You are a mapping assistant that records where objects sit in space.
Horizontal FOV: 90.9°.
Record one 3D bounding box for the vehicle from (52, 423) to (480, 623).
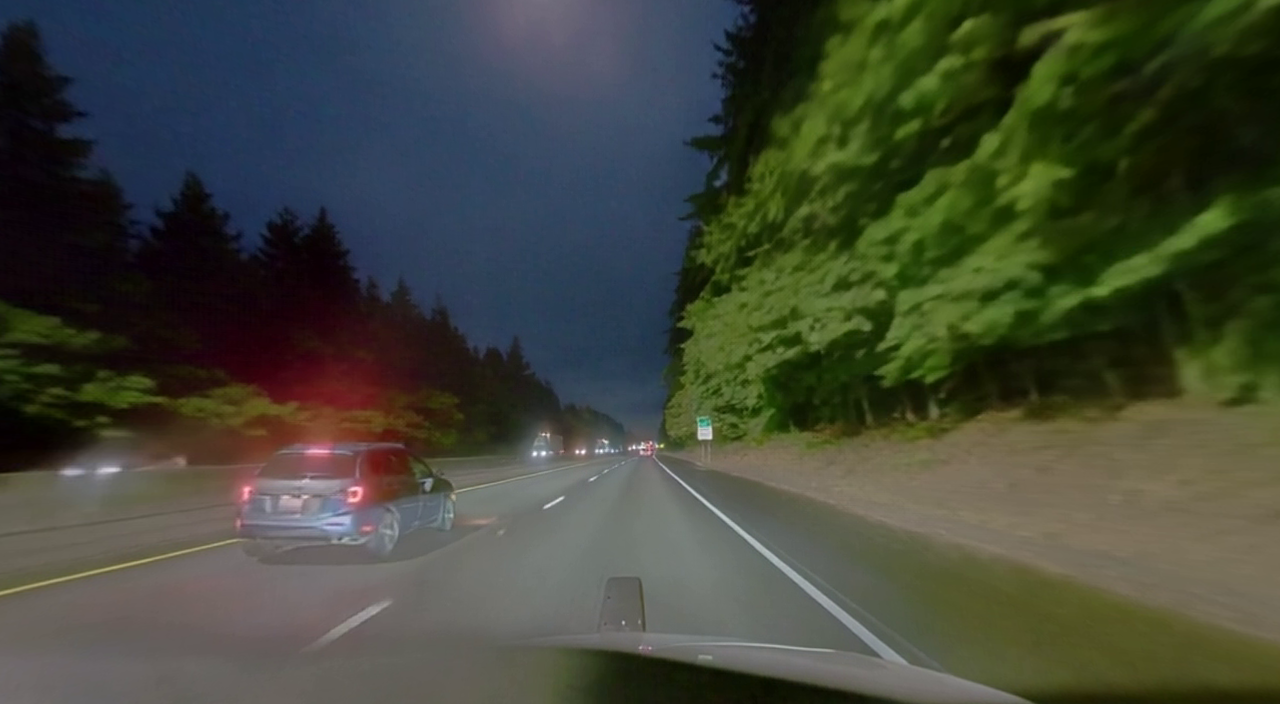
[{"bbox_3d":[-3.441,1.668,7.160,1.969,1.505,4.636,0,-9,1],"label":"vehicle"}]
